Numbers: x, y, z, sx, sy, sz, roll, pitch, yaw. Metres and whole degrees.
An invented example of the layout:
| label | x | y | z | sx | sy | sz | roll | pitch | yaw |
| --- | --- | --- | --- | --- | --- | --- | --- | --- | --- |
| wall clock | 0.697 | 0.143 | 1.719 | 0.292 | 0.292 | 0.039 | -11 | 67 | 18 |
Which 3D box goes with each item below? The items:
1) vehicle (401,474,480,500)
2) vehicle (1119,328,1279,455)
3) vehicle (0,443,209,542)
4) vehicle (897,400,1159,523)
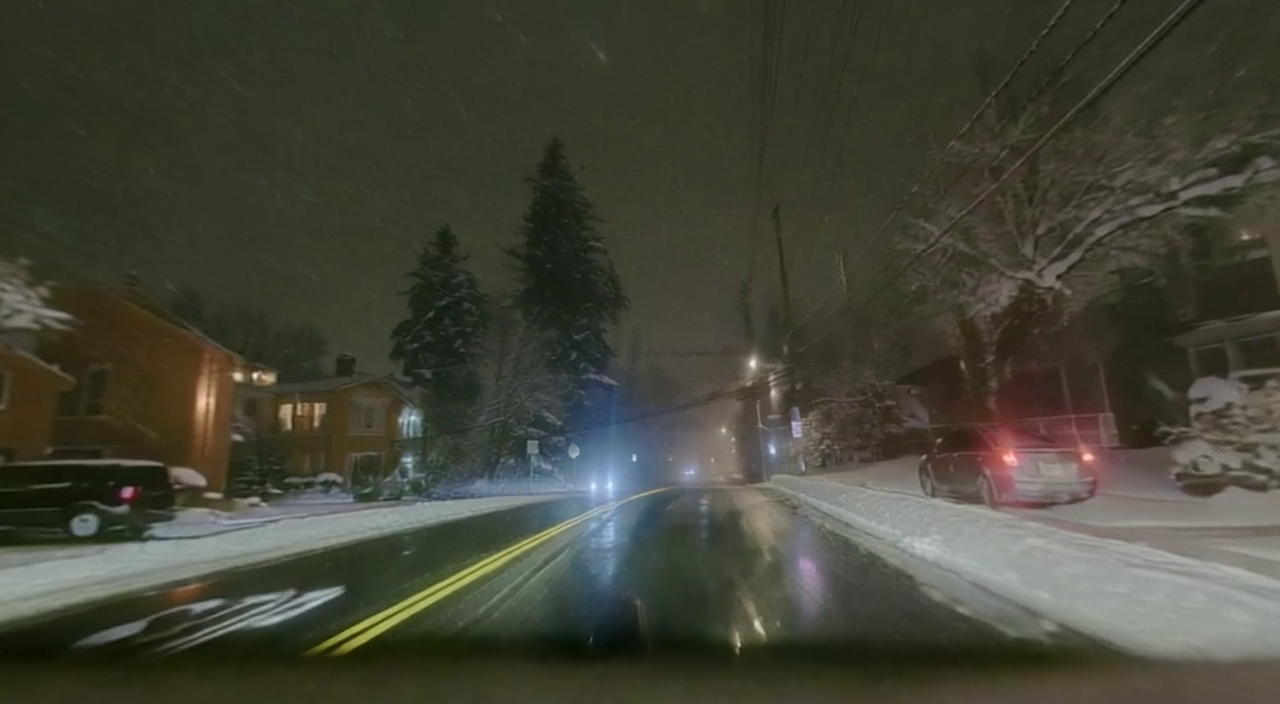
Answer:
| label | x | y | z | sx | sy | sz | roll | pitch | yaw |
| --- | --- | --- | --- | --- | --- | --- | --- | --- | --- |
| vehicle | -12.393 | 8.419 | 39.407 | 4.320 | 1.443 | 1.867 | -1 | -8 | 1 |
| vehicle | 11.802 | 0.605 | 11.422 | 4.539 | 2.010 | 2.163 | -3 | -3 | -3 |
| vehicle | -12.665 | 2.946 | 13.046 | 5.643 | 1.759 | 2.110 | 1 | -19 | -6 |
| vehicle | 7.014 | 2.061 | 12.274 | 2.163 | 1.885 | 4.804 | -1 | -8 | 3 |
